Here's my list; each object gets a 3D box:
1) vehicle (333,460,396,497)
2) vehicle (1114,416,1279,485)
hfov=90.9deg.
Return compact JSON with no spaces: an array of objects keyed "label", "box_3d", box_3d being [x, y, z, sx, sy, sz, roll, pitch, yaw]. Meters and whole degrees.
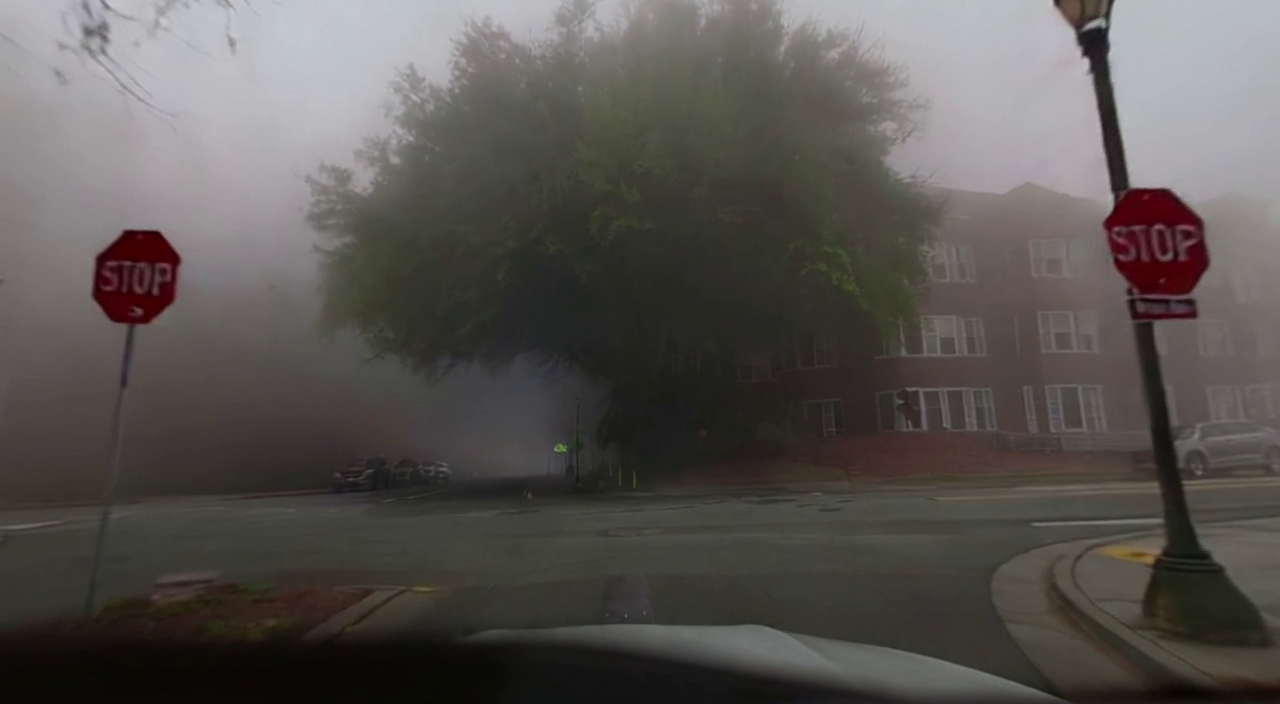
[{"label":"vehicle","box_3d":[-13.357,6.134,30.843,2.027,1.475,4.522,0,-8,-13]},{"label":"vehicle","box_3d":[18.455,3.072,19.746,5.213,1.850,2.126,-4,-11,4]}]
